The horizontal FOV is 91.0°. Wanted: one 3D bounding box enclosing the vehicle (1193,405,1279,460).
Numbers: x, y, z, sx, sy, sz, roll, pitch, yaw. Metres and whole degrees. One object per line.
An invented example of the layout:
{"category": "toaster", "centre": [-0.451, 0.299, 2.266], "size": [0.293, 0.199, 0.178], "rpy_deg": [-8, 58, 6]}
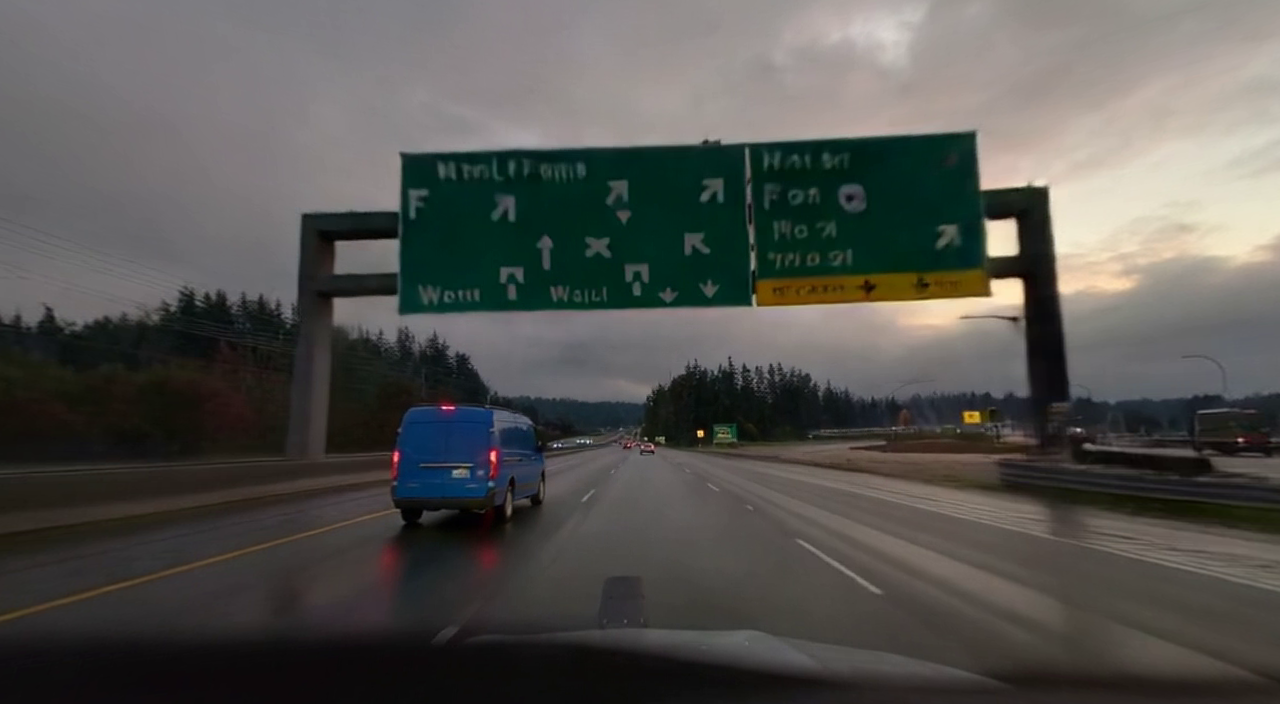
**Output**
{"category": "vehicle", "centre": [33.816, 4.506, 35.001], "size": [2.207, 2.820, 5.493], "rpy_deg": [-3, -9, 16]}

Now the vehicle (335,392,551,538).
{"category": "vehicle", "centre": [-3.067, 1.901, 11.112], "size": [2.281, 2.025, 4.586], "rpy_deg": [0, -8, 1]}
